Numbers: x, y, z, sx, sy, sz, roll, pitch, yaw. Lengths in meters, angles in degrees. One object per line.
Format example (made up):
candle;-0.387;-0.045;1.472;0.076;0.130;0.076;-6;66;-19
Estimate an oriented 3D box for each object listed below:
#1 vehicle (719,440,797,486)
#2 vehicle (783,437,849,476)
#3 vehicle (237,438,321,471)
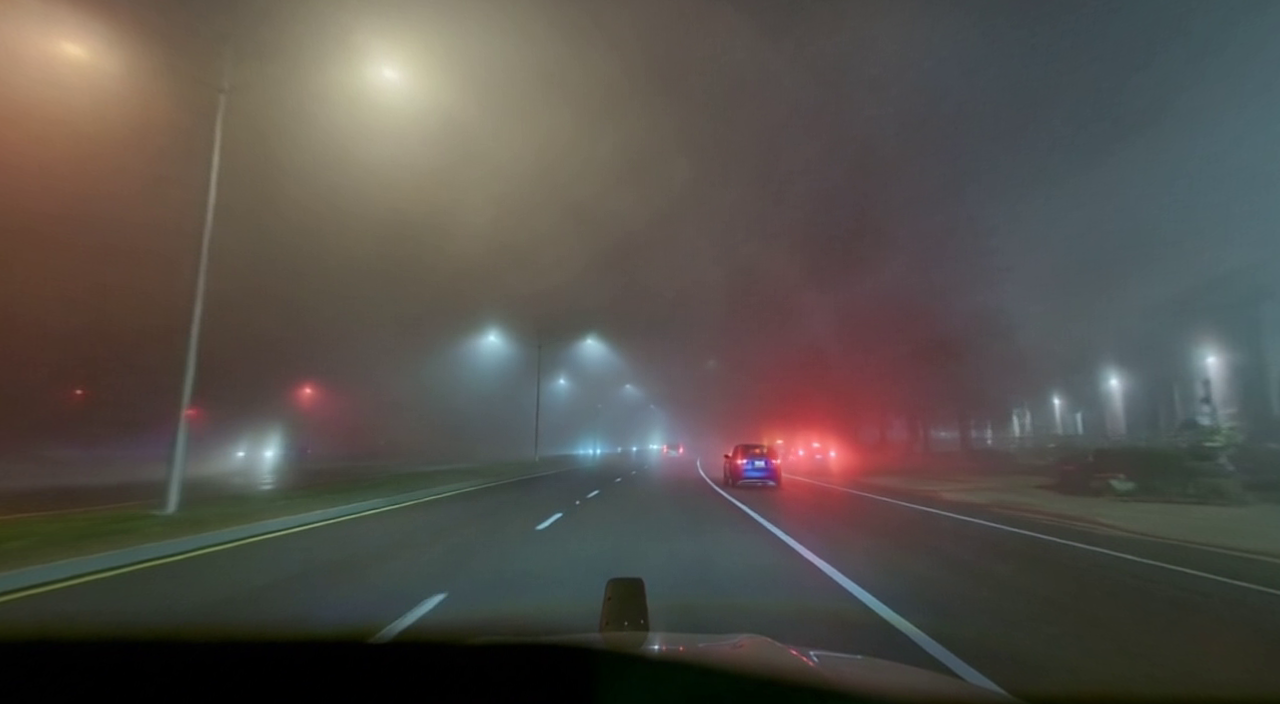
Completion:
vehicle;4.168;3.992;22.989;1.981;1.499;4.536;0;-8;0
vehicle;8.735;5.236;31.753;2.104;1.801;4.628;0;-8;2
vehicle;-19.370;5.487;34.085;2.140;1.626;4.526;0;-8;-5
